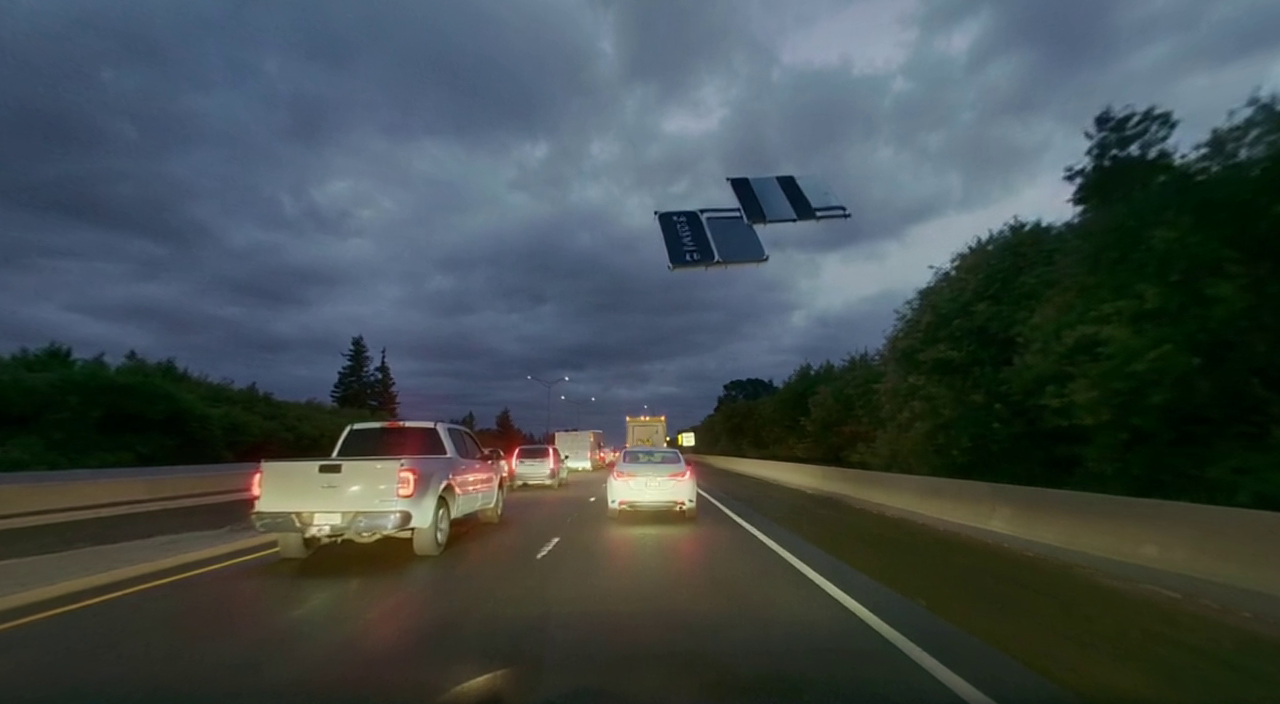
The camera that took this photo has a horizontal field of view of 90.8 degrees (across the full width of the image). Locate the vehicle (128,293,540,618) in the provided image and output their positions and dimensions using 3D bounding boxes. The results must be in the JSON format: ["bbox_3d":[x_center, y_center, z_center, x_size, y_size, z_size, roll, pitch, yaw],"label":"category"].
[{"bbox_3d":[-3.089,1.353,8.753,2.289,2.757,6.726,0,-9,0],"label":"vehicle"}]

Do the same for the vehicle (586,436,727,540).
[{"bbox_3d":[0.227,2.272,11.087,2.063,1.507,3.488,0,-9,-1],"label":"vehicle"}]
